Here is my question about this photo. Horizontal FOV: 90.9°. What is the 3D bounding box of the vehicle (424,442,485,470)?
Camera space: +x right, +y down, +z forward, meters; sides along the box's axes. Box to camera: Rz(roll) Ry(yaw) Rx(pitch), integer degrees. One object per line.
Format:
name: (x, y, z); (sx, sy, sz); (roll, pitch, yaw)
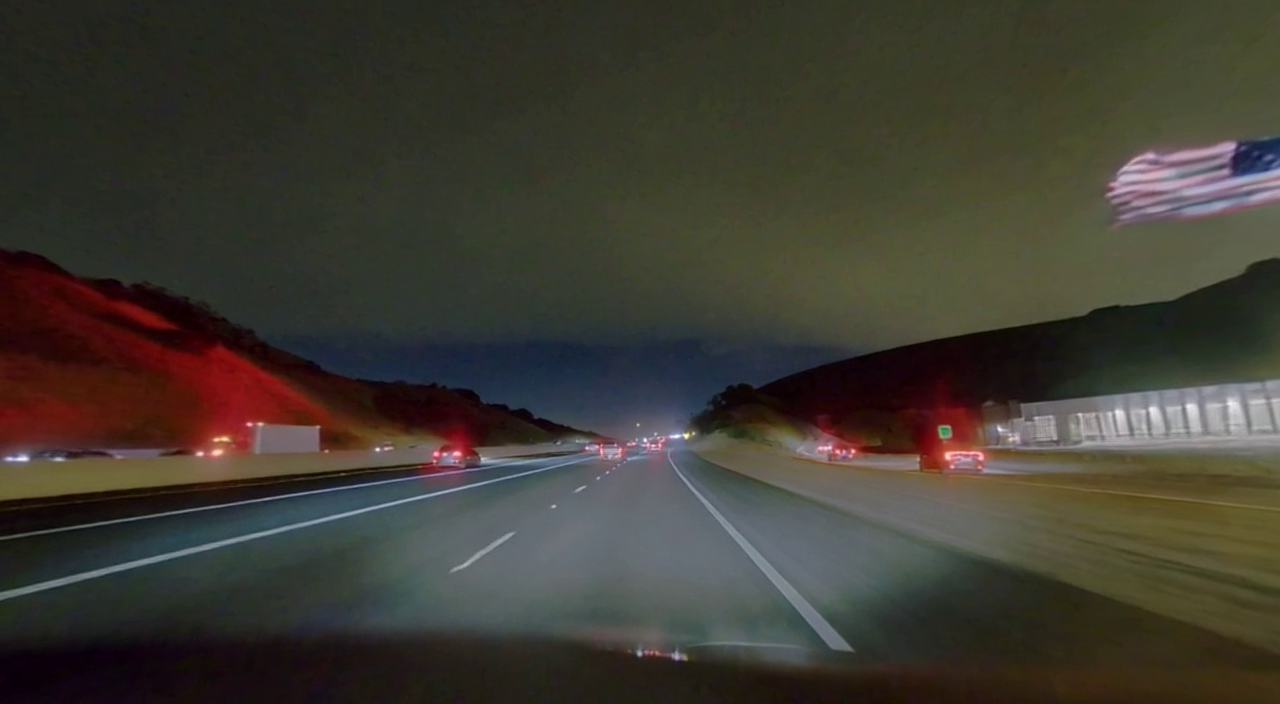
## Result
vehicle: (-10.337, 5.805, 35.430); (1.927, 1.454, 4.395); (-1, -8, 3)

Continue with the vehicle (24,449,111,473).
vehicle: (-37.961, 7.203, 41.967); (1.648, 1.429, 4.280); (-1, -8, 2)
